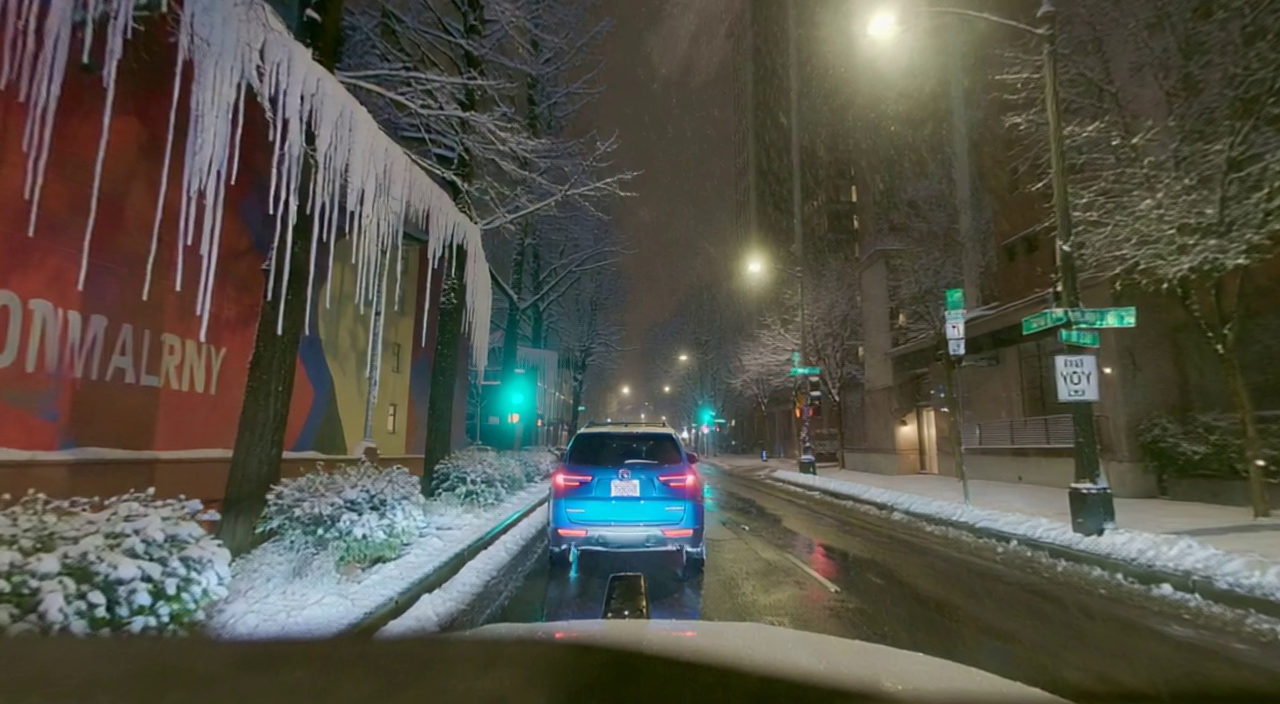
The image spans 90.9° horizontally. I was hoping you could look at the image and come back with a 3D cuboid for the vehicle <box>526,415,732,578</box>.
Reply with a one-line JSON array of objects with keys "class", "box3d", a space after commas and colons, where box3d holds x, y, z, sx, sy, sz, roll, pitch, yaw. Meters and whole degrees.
[{"class": "vehicle", "box3d": [-0.131, 1.753, 8.380, 2.079, 1.621, 3.861, 0, -8, -1]}]
